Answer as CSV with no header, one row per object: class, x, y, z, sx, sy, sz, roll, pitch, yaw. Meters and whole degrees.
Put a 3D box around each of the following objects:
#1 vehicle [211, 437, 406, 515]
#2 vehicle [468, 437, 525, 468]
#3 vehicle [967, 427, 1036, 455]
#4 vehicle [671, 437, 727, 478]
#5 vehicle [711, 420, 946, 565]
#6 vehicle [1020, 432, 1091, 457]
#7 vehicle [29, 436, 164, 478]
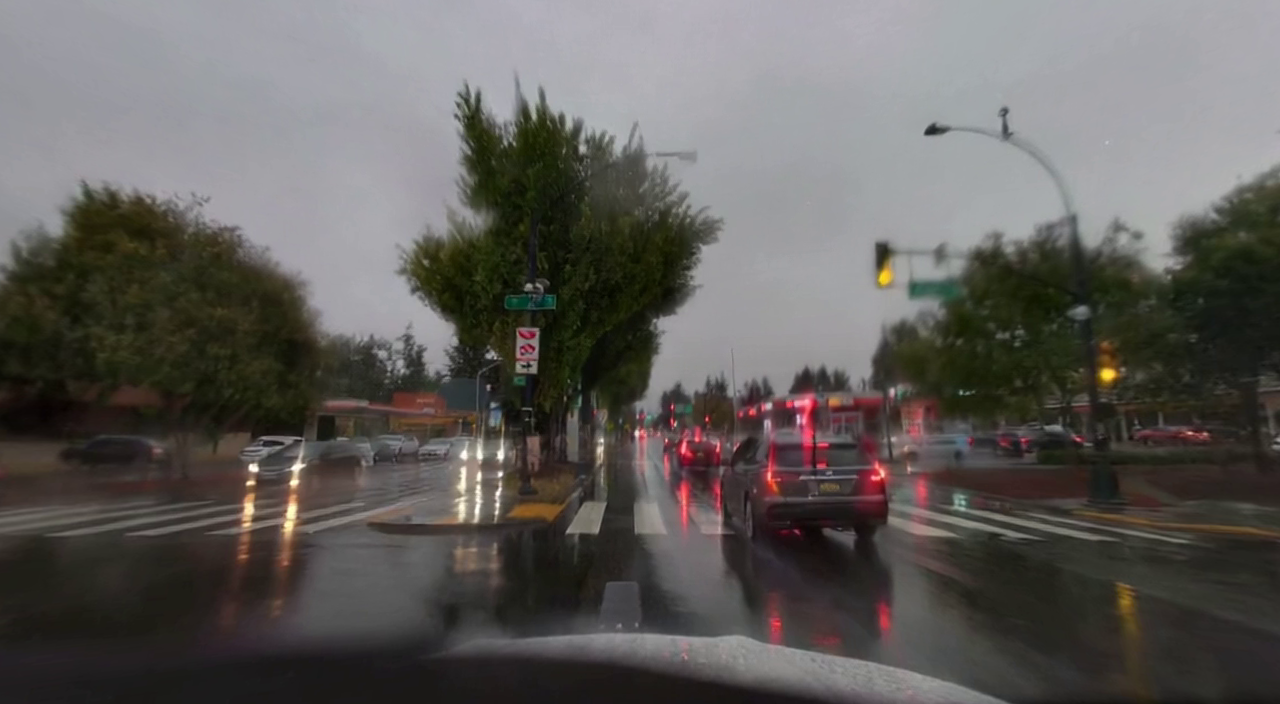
vehicle,-7.812,2.937,15.585,2.057,1.594,4.983,0,-8,1
vehicle,-7.704,5.460,34.279,2.014,1.566,4.437,0,-8,1
vehicle,24.652,6.111,43.118,2.066,1.817,4.675,0,-8,2
vehicle,2.501,4.625,27.839,1.999,1.679,4.217,0,-8,-1
vehicle,2.535,2.044,10.026,2.183,1.720,4.842,0,-8,-1
vehicle,28.177,6.287,42.841,2.131,1.561,3.901,0,-8,0
vehicle,-24.354,4.696,28.345,4.174,1.796,1.933,0,-8,-1
